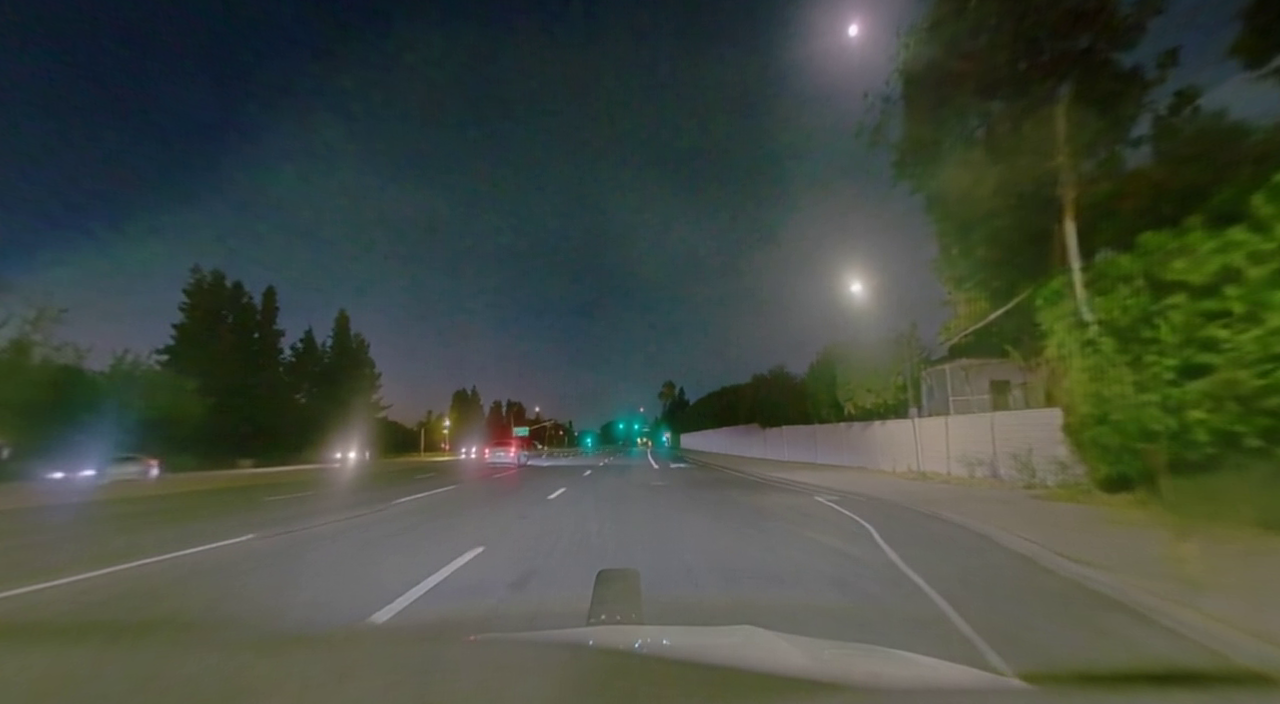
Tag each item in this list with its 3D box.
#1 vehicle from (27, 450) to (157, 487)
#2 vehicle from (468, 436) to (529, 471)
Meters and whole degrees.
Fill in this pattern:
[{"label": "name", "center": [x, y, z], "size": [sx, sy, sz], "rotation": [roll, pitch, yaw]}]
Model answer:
[{"label": "vehicle", "center": [-25.366, 5.381, 29.537], "size": [1.919, 1.514, 4.811], "rotation": [0, -9, -3]}, {"label": "vehicle", "center": [-7.470, 5.419, 33.913], "size": [2.115, 1.711, 4.722], "rotation": [0, -9, 1]}]
